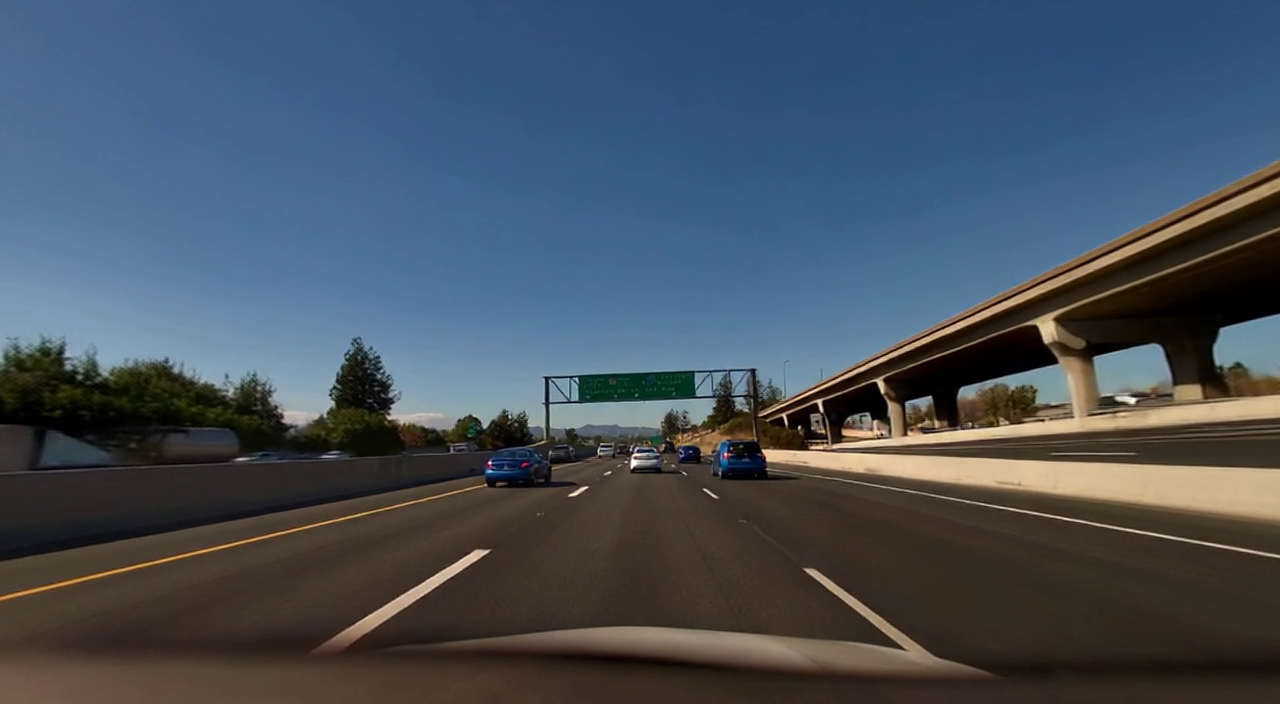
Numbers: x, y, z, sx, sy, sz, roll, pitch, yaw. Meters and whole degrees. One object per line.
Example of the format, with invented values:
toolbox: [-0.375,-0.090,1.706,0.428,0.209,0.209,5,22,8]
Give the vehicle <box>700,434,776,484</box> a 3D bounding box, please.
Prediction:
vehicle: [3.649,4.086,24.257,2.202,1.748,4.158,0,-9,-1]

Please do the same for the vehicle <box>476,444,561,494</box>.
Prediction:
vehicle: [-3.996,3.916,21.483,2.031,1.491,4.145,0,-9,1]

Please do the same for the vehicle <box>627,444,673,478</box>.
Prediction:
vehicle: [0.460,5.193,30.314,2.089,1.493,3.964,0,-9,0]
